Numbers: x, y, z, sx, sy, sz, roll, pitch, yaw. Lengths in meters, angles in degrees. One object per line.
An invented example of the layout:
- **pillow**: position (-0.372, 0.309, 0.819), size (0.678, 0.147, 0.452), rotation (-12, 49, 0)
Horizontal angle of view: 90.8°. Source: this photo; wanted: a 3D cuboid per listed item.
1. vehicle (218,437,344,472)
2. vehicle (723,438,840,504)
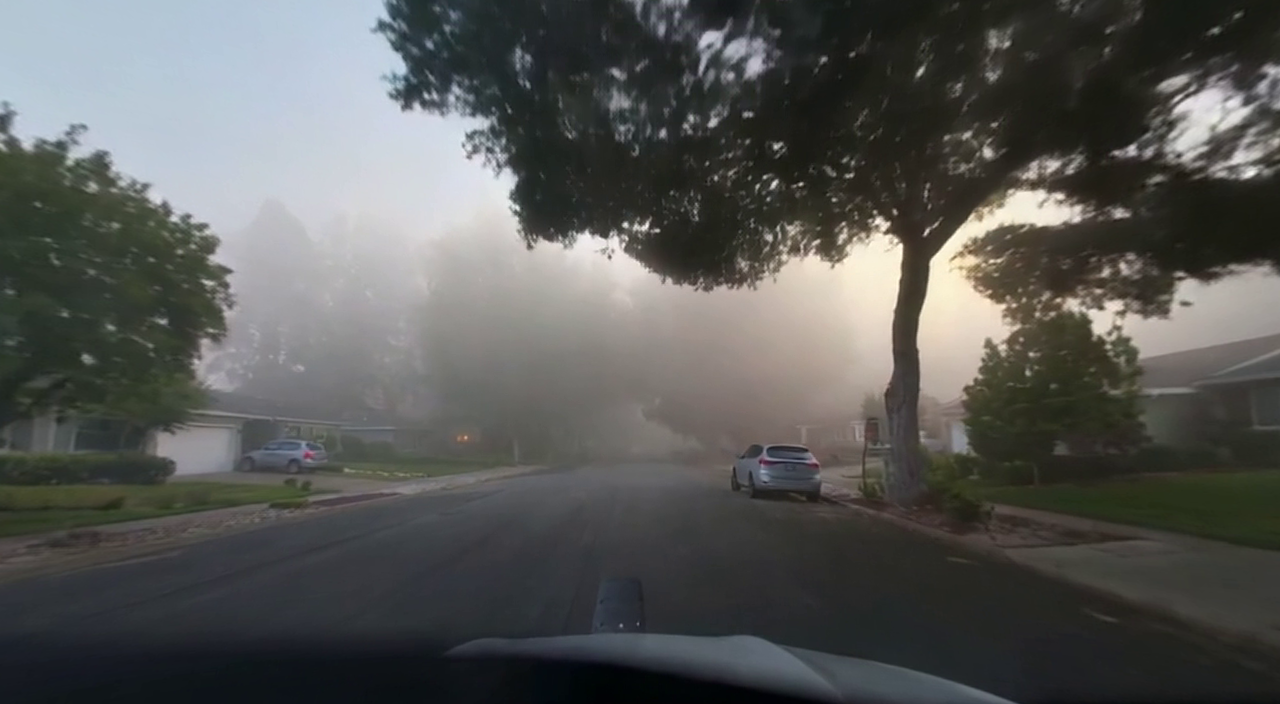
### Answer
- **vehicle**: position (-16.783, 4.817, 29.738), size (4.607, 1.573, 2.058), rotation (1, -9, -4)
- **vehicle**: position (3.796, 3.295, 17.925), size (2.136, 1.596, 4.790), rotation (0, -9, -1)
